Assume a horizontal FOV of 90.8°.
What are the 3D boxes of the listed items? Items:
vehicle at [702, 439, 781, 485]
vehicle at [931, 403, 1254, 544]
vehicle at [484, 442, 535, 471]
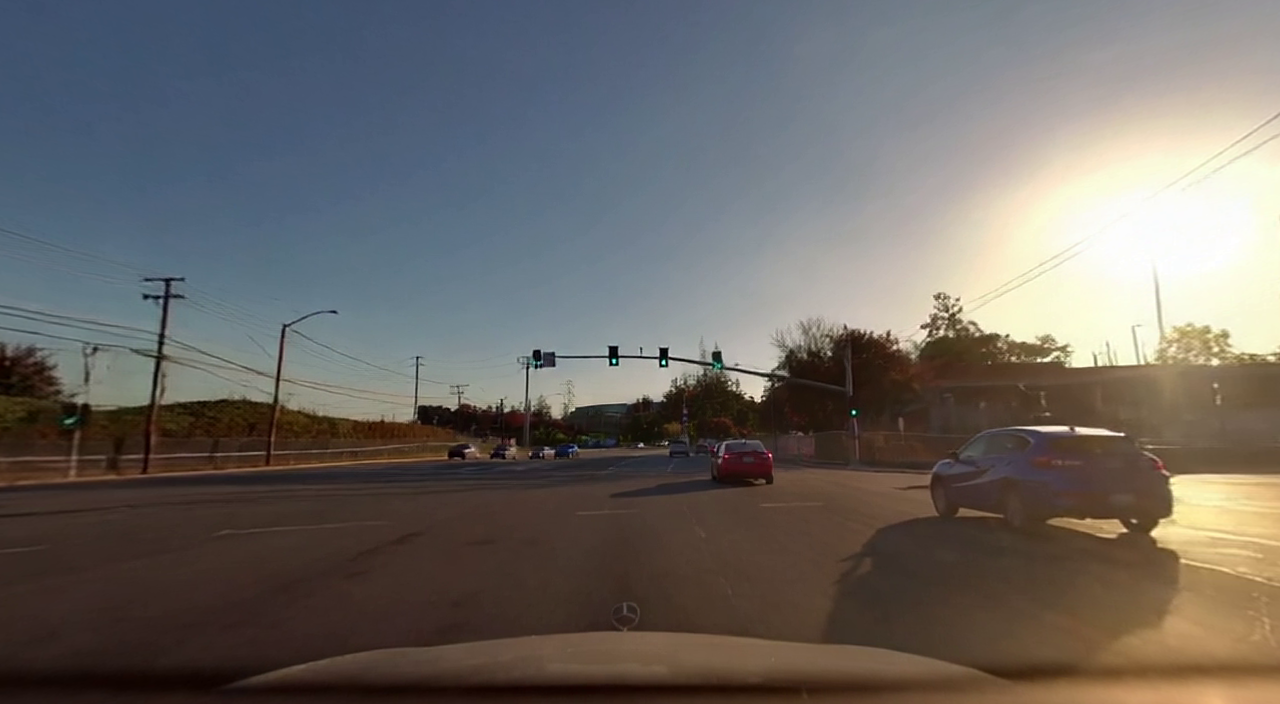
[{"bbox_3d":[3.428,3.802,22.224,2.035,1.460,4.392,0,-8,0],"label":"vehicle"},{"bbox_3d":[6.886,1.886,10.424,2.029,1.795,4.371,0,-8,0],"label":"vehicle"},{"bbox_3d":[-8.023,6.480,39.342,1.933,1.502,4.946,-3,-7,2],"label":"vehicle"}]
